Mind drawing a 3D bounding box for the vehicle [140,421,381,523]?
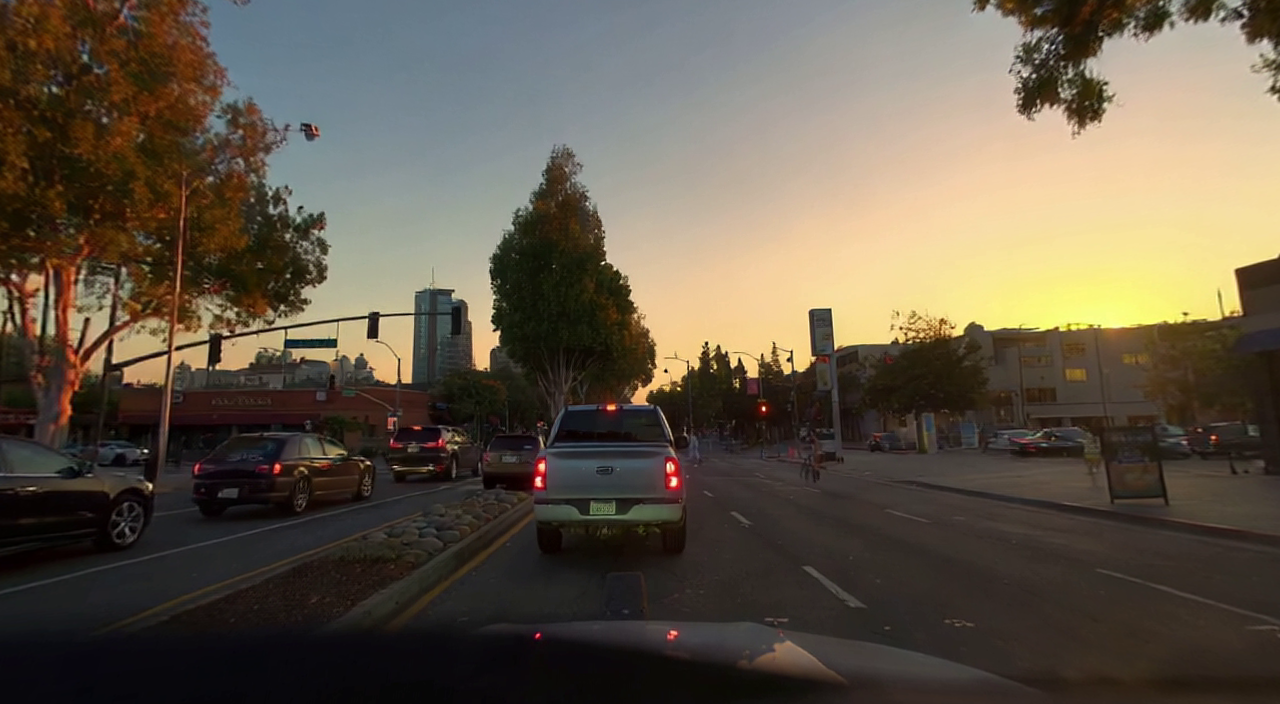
[{"bbox_3d":[-7.156,2.303,12.613,1.941,1.655,4.503,0,-8,1],"label":"vehicle"}]

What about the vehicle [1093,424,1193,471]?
[{"bbox_3d":[19.231,3.649,24.033,4.156,1.622,1.924,7,-11,-38],"label":"vehicle"}]

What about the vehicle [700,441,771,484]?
[{"bbox_3d":[3.428,4.049,23.506,2.023,1.441,4.240,0,-8,1],"label":"vehicle"}]

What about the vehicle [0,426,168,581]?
[{"bbox_3d":[-6.964,1.417,5.829,1.831,1.451,4.382,0,-8,-1],"label":"vehicle"}]

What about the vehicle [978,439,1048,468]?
[{"bbox_3d":[20.096,5.436,33.918,3.836,1.443,1.694,5,-10,-35],"label":"vehicle"}]

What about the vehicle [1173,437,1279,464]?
[{"bbox_3d":[29.699,4.945,31.672,4.176,1.313,1.719,0,-9,2],"label":"vehicle"}]

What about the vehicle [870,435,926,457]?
[{"bbox_3d":[20.096,7.326,49.041,4.361,1.653,2.034,6,-11,-37],"label":"vehicle"}]

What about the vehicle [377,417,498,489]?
[{"bbox_3d":[-6.478,3.316,20.842,2.496,2.112,4.351,0,-8,0],"label":"vehicle"}]

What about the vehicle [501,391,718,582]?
[{"bbox_3d":[-0.315,1.603,8.254,2.064,1.817,4.298,0,-8,-1],"label":"vehicle"}]
